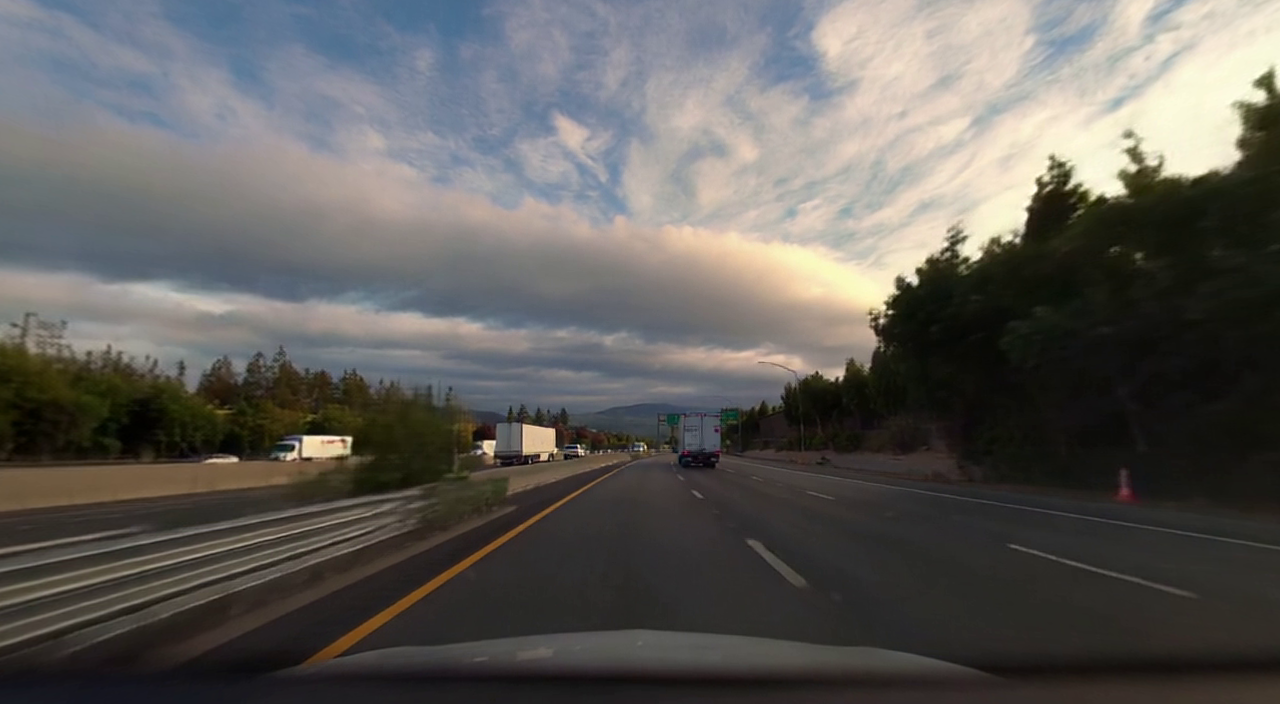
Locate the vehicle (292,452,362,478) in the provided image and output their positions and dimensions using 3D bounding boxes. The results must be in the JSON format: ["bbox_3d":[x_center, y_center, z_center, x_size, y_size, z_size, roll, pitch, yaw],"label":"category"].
[{"bbox_3d":[-18.649,6.750,37.770,1.833,1.438,4.011,-1,-9,5],"label":"vehicle"}]

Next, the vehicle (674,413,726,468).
[{"bbox_3d":[4.371,7.015,49.335,2.928,3.595,13.975,0,-9,1],"label":"vehicle"}]
